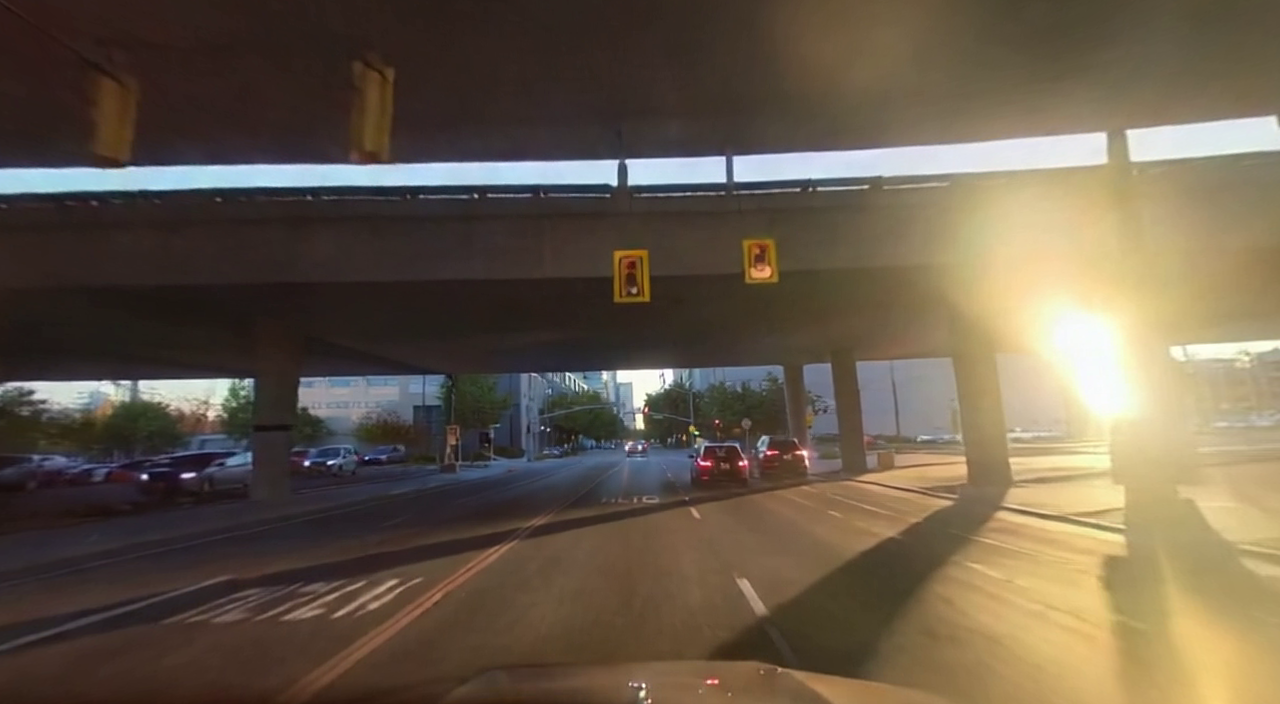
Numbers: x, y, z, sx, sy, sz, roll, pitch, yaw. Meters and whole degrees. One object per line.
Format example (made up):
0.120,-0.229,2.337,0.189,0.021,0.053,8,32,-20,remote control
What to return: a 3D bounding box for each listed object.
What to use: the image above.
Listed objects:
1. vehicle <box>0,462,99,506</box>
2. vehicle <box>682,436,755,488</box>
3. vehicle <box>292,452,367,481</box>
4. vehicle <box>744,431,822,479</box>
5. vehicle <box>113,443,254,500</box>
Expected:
-24.589,5.168,24.821,2.128,1.493,4.955,-1,-8,2,vehicle
2.554,3.677,21.346,1.947,1.576,3.825,0,-8,0,vehicle
-17.800,6.541,36.400,1.985,1.505,4.275,-1,-8,2,vehicle
6.859,5.024,31.094,2.433,2.116,5.789,0,-8,-1,vehicle
-18.006,4.689,25.244,2.167,2.024,4.589,0,-8,0,vehicle
